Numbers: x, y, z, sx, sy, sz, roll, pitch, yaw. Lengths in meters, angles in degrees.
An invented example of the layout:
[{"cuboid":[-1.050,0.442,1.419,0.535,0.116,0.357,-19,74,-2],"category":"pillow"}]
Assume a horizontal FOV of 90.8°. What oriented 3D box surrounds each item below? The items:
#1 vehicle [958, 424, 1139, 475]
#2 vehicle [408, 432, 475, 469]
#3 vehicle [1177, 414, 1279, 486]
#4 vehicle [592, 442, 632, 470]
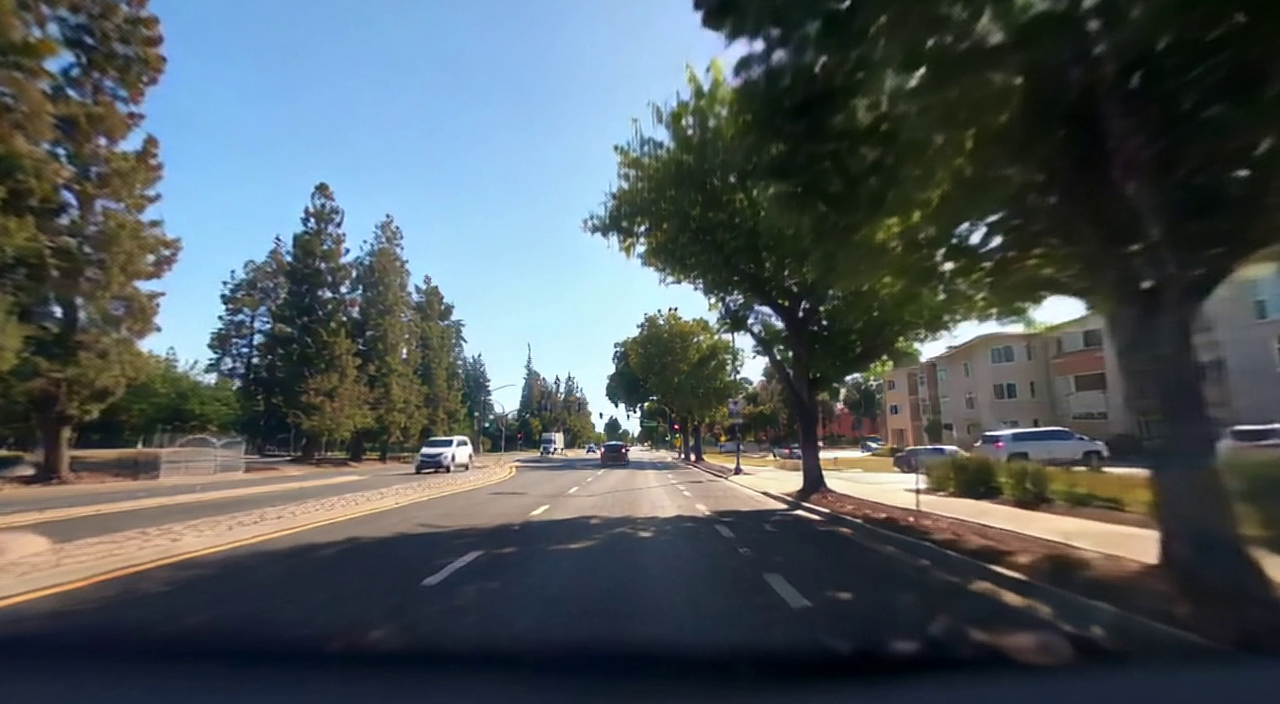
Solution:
[{"cuboid":[15.484,3.701,24.099,5.604,1.833,2.128,1,-9,-7],"category":"vehicle"},{"cuboid":[-11.456,5.750,36.941,2.193,1.977,5.481,0,-8,0],"category":"vehicle"},{"cuboid":[16.779,2.491,16.101,4.564,1.663,2.033,1,-9,-8],"category":"vehicle"},{"cuboid":[-1.565,6.015,36.891,2.011,1.498,4.914,0,-8,1],"category":"vehicle"}]
